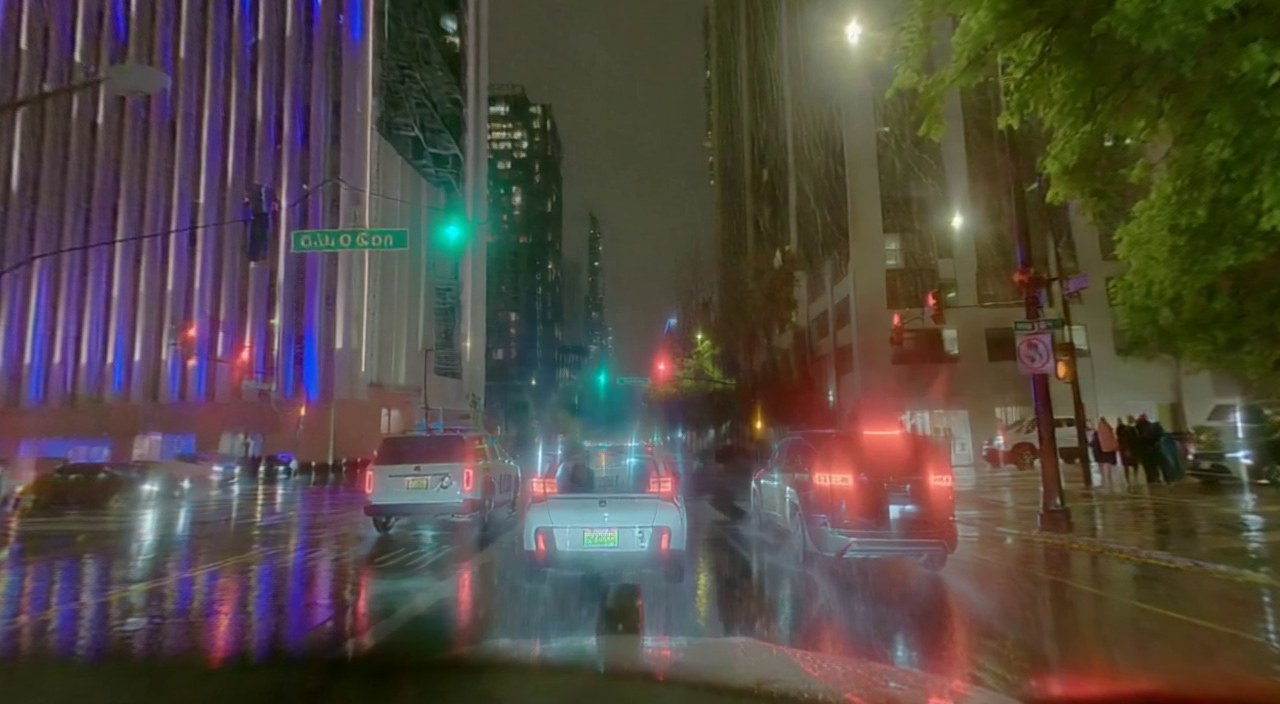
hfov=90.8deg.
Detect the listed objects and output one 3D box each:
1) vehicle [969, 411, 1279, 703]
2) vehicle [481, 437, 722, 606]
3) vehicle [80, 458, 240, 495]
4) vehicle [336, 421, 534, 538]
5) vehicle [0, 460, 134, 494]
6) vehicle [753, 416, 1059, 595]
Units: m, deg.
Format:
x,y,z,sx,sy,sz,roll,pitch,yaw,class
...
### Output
x,y,z,sx,sy,sz,roll,pitch,yaw,class
2.746,0.804,1.118,1.902,1.454,4.540,0,-8,0,vehicle
-0.362,1.788,7.646,2.092,1.454,4.132,0,-8,-1,vehicle
-20.174,5.245,26.717,5.153,1.449,1.966,0,-8,0,vehicle
-3.690,2.408,12.695,2.190,1.840,5.272,0,-8,0,vehicle
-27.379,5.911,30.090,4.673,1.478,2.114,0,-8,-1,vehicle
3.032,1.852,8.630,2.072,1.735,4.759,0,-8,0,vehicle
